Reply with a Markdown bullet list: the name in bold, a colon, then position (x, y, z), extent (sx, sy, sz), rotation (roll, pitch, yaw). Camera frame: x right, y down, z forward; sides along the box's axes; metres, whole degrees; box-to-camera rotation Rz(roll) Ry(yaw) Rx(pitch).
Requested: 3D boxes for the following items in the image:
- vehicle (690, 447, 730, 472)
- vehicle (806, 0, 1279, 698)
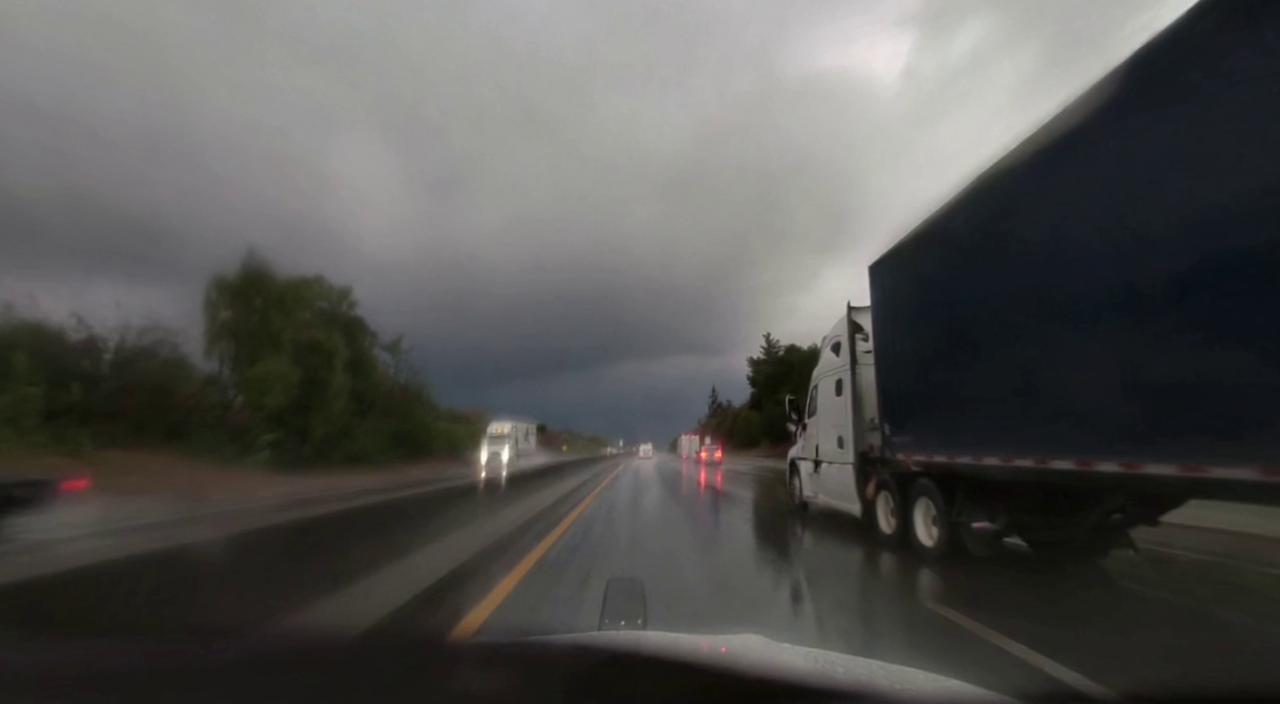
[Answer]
- **vehicle**: position (4.502, 6.952, 40.873), extent (2.043, 1.542, 3.881), rotation (0, -9, -1)
- **vehicle**: position (4.896, 0.142, 5.537), extent (2.889, 4.072, 13.991), rotation (0, -9, -1)
